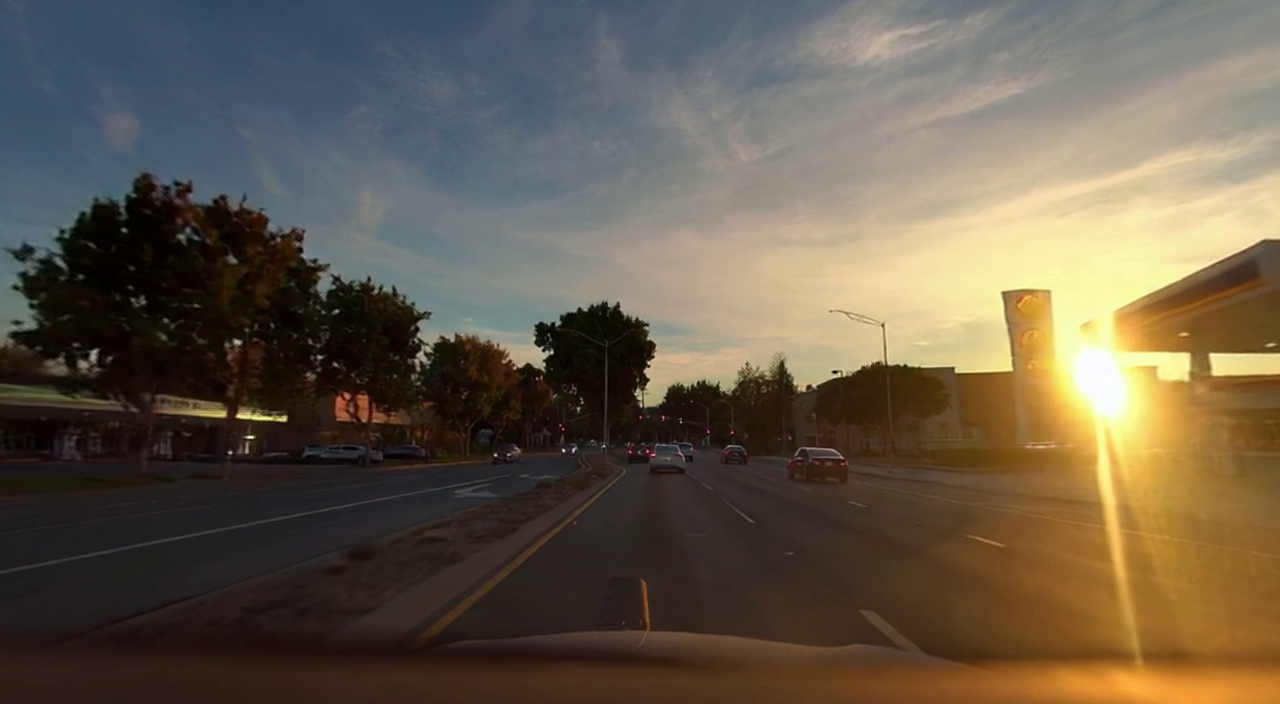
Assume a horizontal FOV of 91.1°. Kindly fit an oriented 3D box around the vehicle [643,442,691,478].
[{"bbox_3d":[1.157,4.835,28.362,1.971,1.479,4.493,0,-8,1],"label":"vehicle"}]

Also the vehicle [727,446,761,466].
[{"bbox_3d":[8.210,8.190,49.789,1.930,1.479,4.477,0,-8,0],"label":"vehicle"}]

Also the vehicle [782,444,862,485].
[{"bbox_3d":[7.183,4.473,25.257,1.918,1.484,4.456,0,-8,0],"label":"vehicle"}]
